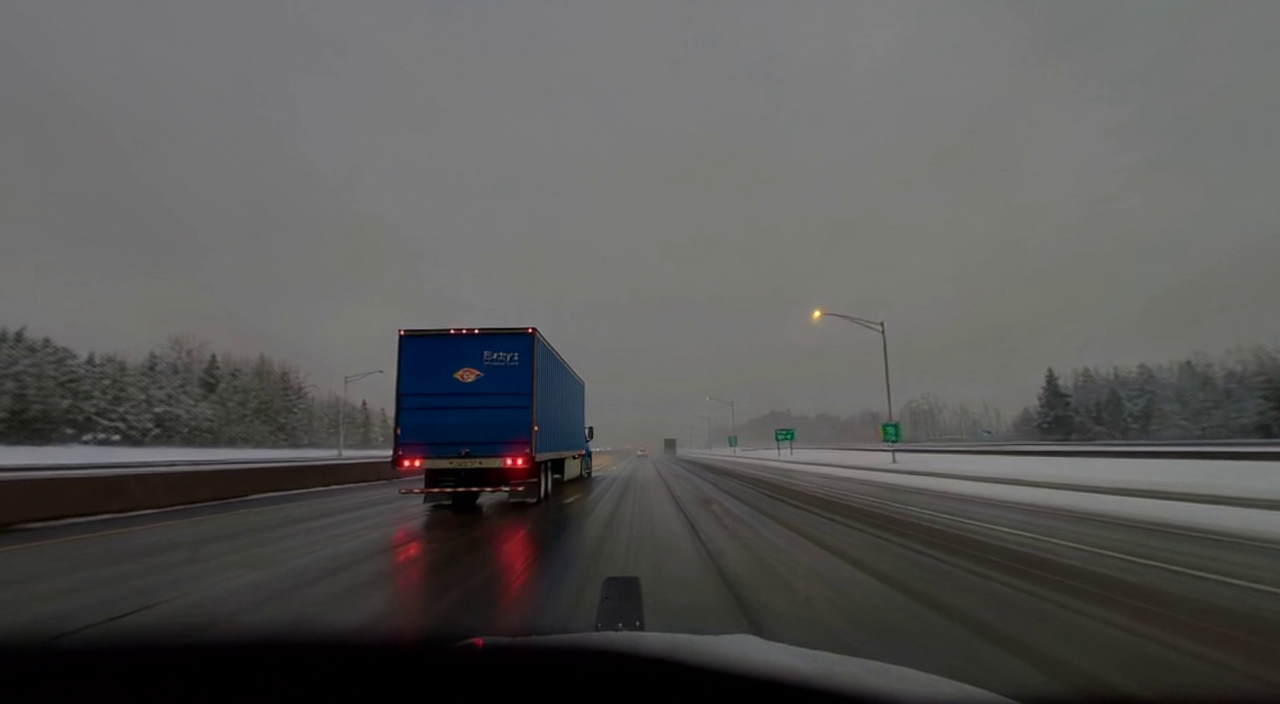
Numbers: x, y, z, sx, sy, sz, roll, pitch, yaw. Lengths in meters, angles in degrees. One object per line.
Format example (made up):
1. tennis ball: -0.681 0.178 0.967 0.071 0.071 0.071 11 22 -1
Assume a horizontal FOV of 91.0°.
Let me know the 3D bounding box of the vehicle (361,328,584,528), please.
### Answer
1. vehicle: -3.234 1.928 15.099 2.922 3.458 8.360 0 -9 1
